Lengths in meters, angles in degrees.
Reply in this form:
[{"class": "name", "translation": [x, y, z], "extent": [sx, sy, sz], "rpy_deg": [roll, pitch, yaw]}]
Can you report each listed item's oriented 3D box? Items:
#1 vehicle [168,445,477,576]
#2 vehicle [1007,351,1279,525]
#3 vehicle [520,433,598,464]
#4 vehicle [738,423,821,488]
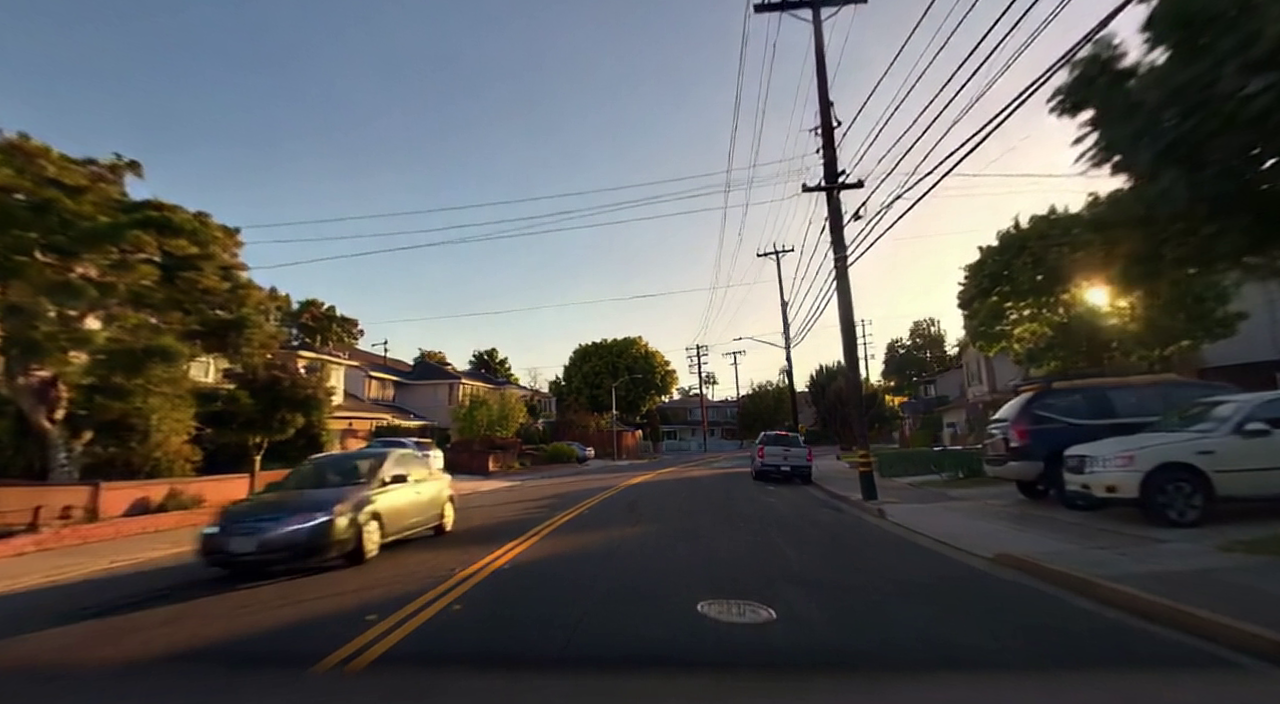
[{"class": "vehicle", "translation": [-4.263, 2.164, 9.673], "extent": [2.015, 1.464, 4.870], "rpy_deg": [0, -8, 3]}, {"class": "vehicle", "translation": [8.758, 1.195, 8.802], "extent": [5.762, 2.116, 2.258], "rpy_deg": [-1, -8, 4]}, {"class": "vehicle", "translation": [-5.929, 7.058, 46.417], "extent": [5.228, 2.041, 2.023], "rpy_deg": [0, -6, 15]}, {"class": "vehicle", "translation": [4.744, 3.624, 22.430], "extent": [2.273, 1.938, 6.400], "rpy_deg": [-1, -8, 7]}]
